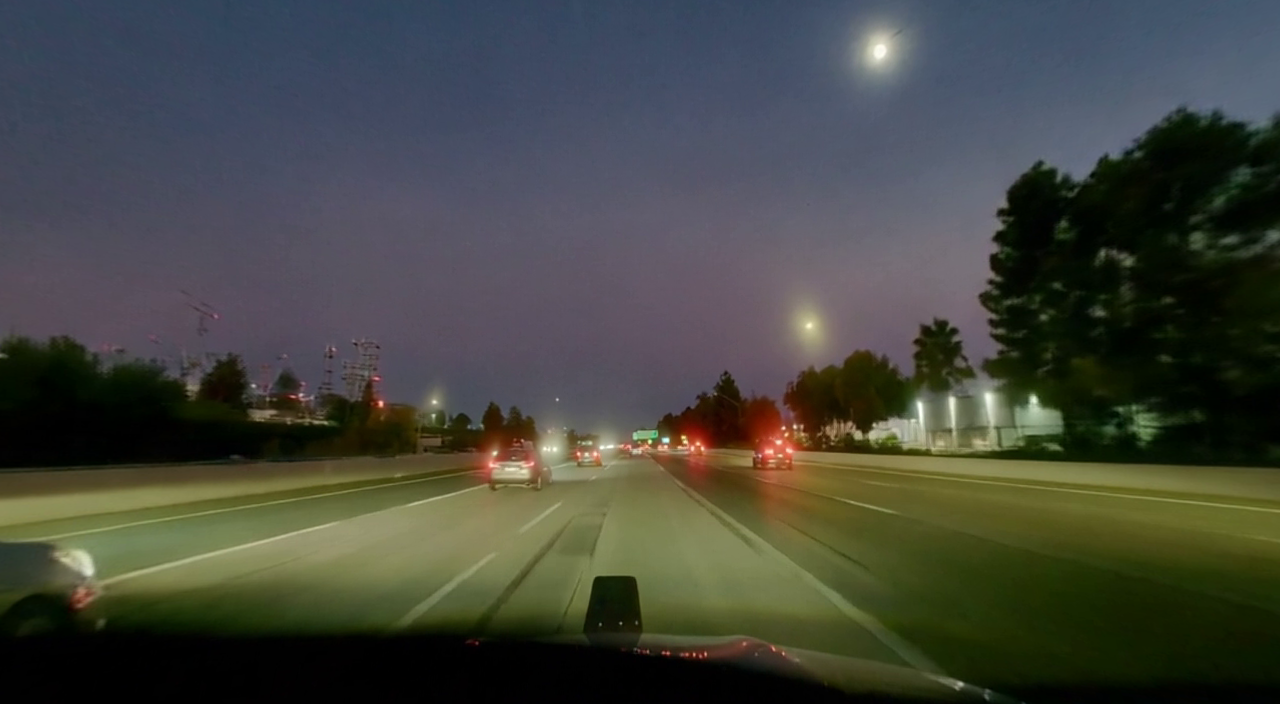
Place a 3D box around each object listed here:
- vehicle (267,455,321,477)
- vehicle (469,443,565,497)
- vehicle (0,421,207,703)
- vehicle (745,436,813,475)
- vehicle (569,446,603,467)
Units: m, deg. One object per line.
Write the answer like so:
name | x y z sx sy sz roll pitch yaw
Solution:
vehicle | -24.586 8.105 45.049 1.759 1.490 3.716 0 -9 -1
vehicle | -3.673 3.623 19.771 2.047 1.469 4.614 0 -9 1
vehicle | -3.533 0.844 1.486 1.959 1.433 4.291 0 -9 0
vehicle | 6.807 5.125 31.489 2.147 1.769 4.666 0 -9 -2
vehicle | -3.891 7.603 46.203 2.078 1.464 4.093 0 -9 0
